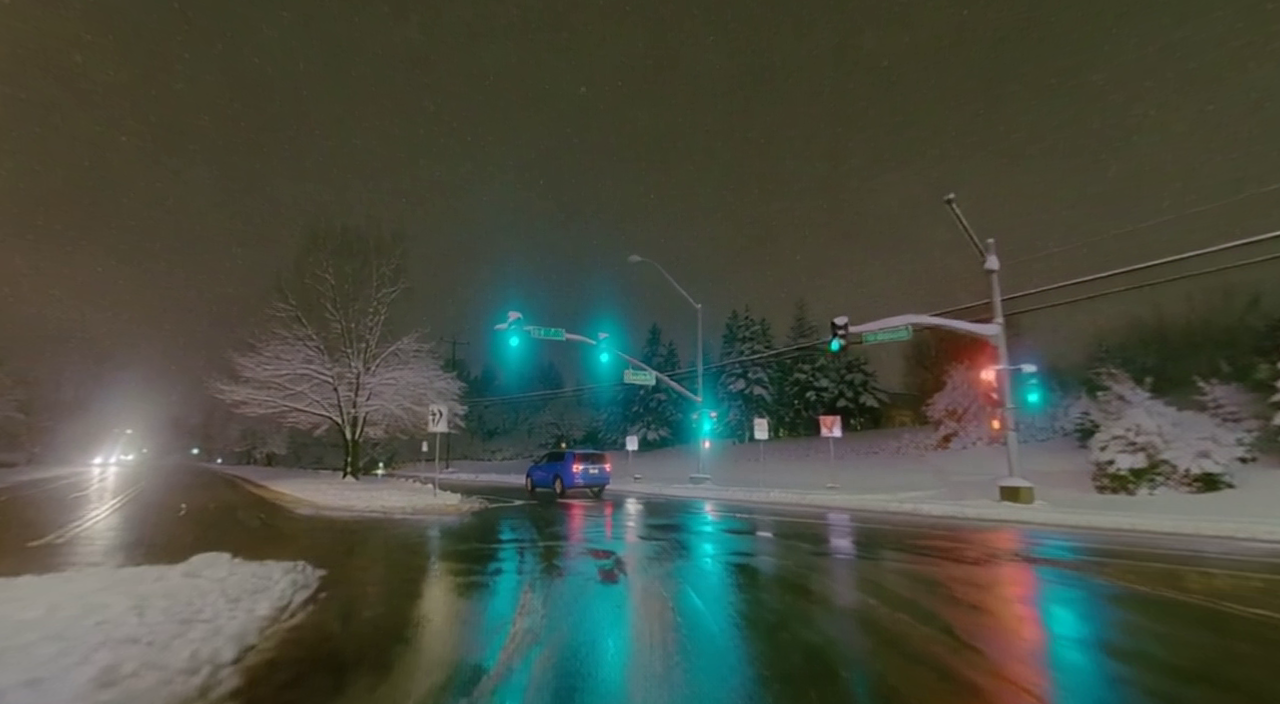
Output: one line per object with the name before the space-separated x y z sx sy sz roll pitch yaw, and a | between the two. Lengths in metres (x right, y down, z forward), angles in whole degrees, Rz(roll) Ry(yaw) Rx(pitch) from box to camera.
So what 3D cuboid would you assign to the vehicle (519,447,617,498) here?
vehicle | -3.060 4.809 25.698 2.284 1.788 4.871 4 -10 -28
